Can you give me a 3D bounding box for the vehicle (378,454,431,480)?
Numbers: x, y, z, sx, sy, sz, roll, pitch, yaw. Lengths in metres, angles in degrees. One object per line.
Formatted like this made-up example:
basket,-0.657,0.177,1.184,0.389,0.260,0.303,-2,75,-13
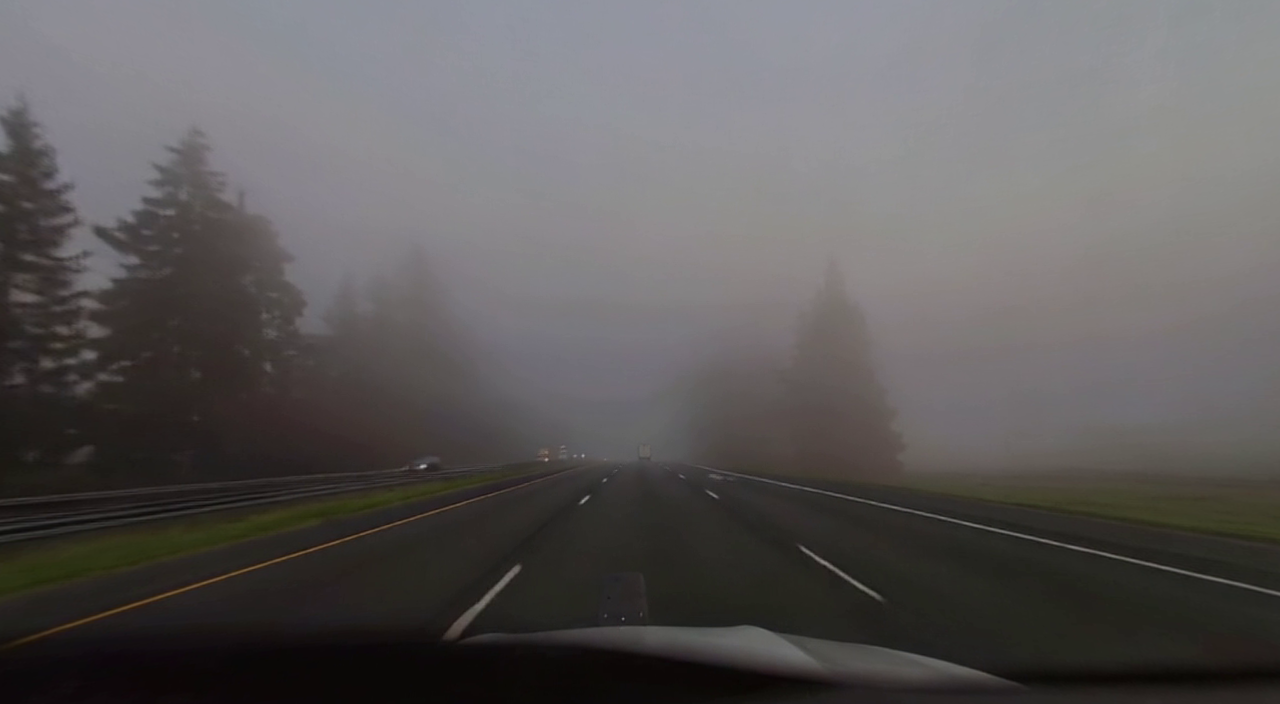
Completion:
vehicle,-16.281,7.948,43.852,1.904,1.611,4.377,0,-9,1
